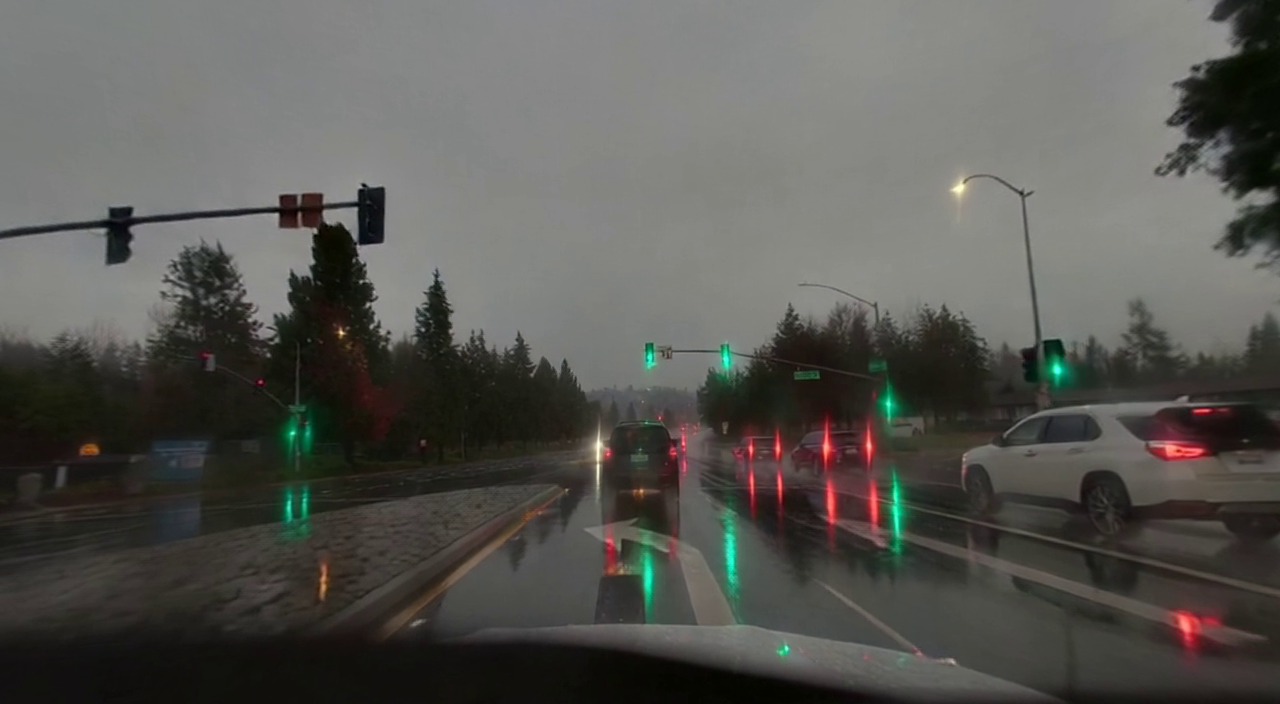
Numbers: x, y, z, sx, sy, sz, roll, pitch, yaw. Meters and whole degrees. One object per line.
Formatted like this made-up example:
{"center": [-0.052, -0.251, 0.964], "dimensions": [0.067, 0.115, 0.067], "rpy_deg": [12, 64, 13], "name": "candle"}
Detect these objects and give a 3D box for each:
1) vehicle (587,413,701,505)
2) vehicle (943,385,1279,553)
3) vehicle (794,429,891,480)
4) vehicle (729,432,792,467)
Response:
{"center": [0.037, 2.510, 15.163], "dimensions": [2.353, 1.894, 4.122], "rpy_deg": [0, -8, -1], "name": "vehicle"}
{"center": [7.148, 1.698, 9.795], "dimensions": [2.251, 1.873, 5.346], "rpy_deg": [0, -8, 0], "name": "vehicle"}
{"center": [7.090, 3.622, 22.613], "dimensions": [2.025, 1.642, 4.189], "rpy_deg": [0, -8, -1], "name": "vehicle"}
{"center": [6.702, 5.490, 35.685], "dimensions": [2.440, 1.775, 4.791], "rpy_deg": [0, -8, -2], "name": "vehicle"}
